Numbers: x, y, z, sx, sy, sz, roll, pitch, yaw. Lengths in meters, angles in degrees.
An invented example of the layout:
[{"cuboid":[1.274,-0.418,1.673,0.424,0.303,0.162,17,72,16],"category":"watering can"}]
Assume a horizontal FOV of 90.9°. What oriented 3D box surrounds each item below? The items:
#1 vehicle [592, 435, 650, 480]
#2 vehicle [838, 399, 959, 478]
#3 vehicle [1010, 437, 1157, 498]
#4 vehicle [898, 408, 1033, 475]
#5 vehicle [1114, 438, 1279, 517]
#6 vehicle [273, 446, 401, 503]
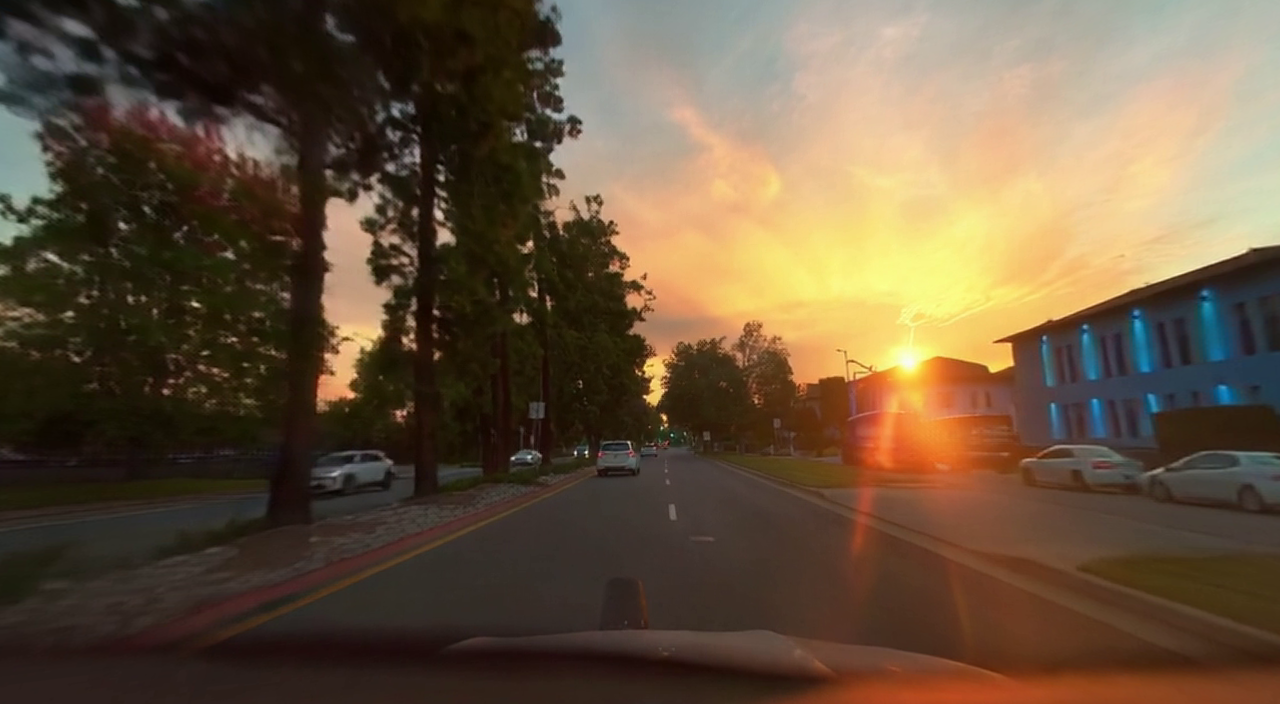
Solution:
[{"cuboid":[-0.712,4.401,26.649,2.129,1.713,4.314,0,-8,3],"category":"vehicle"},{"cuboid":[14.281,4.911,36.132,2.794,3.710,10.785,-3,-8,3],"category":"vehicle"},{"cuboid":[13.408,3.448,19.378,1.686,1.467,3.955,-5,-7,3],"category":"vehicle"},{"cuboid":[13.505,3.805,26.900,2.507,2.441,6.959,-1,-8,5],"category":"vehicle"},{"cuboid":[12.981,2.676,13.905,1.852,1.457,4.351,1,-8,3],"category":"vehicle"},{"cuboid":[-10.580,4.247,22.492,1.997,1.775,4.585,0,-8,4],"category":"vehicle"}]
